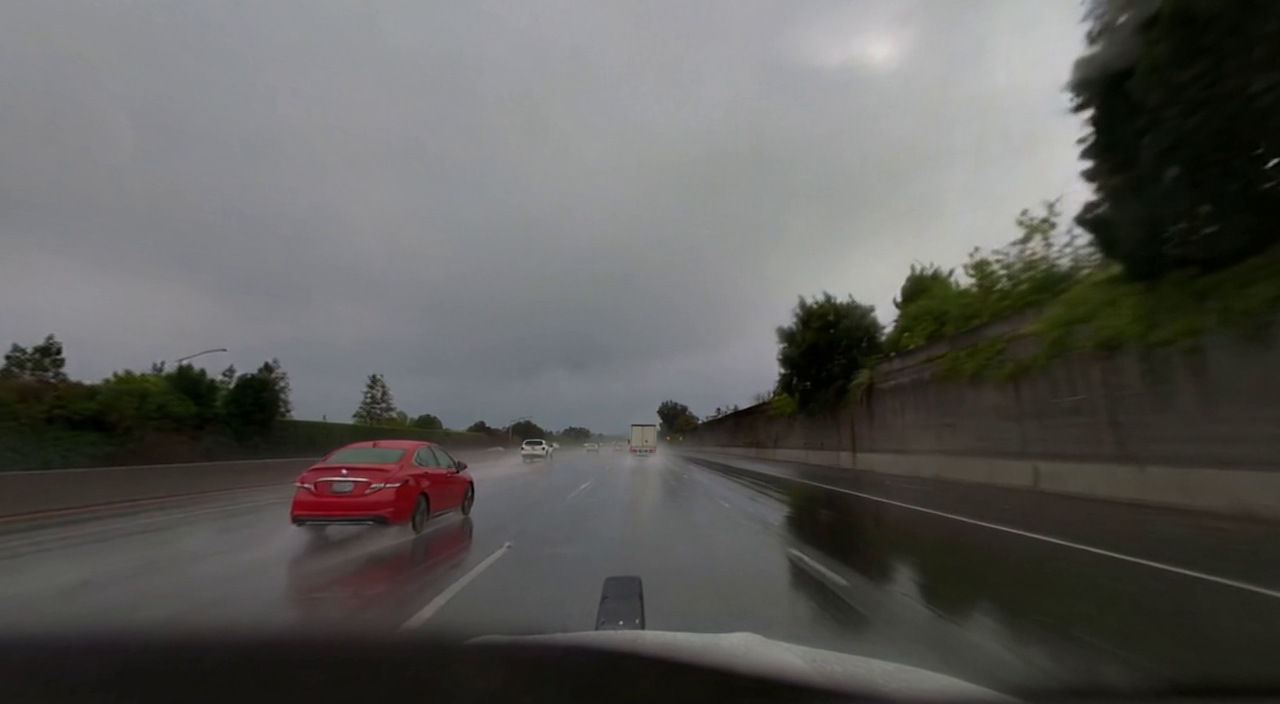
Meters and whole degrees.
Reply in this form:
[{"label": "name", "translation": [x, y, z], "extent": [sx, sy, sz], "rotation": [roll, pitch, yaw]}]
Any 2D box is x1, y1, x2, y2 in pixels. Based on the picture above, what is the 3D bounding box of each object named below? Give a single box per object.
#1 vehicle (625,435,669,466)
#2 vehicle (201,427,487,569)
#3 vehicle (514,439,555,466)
[{"label": "vehicle", "translation": [0.396, 6.756, 43.464], "extent": [2.856, 1.994, 4.931], "rotation": [0, -8, -1]}, {"label": "vehicle", "translation": [-3.736, 1.908, 9.041], "extent": [2.000, 1.512, 4.371], "rotation": [0, -8, 0]}, {"label": "vehicle", "translation": [-7.356, 7.026, 44.231], "extent": [2.068, 1.757, 4.611], "rotation": [0, -8, 0]}]
